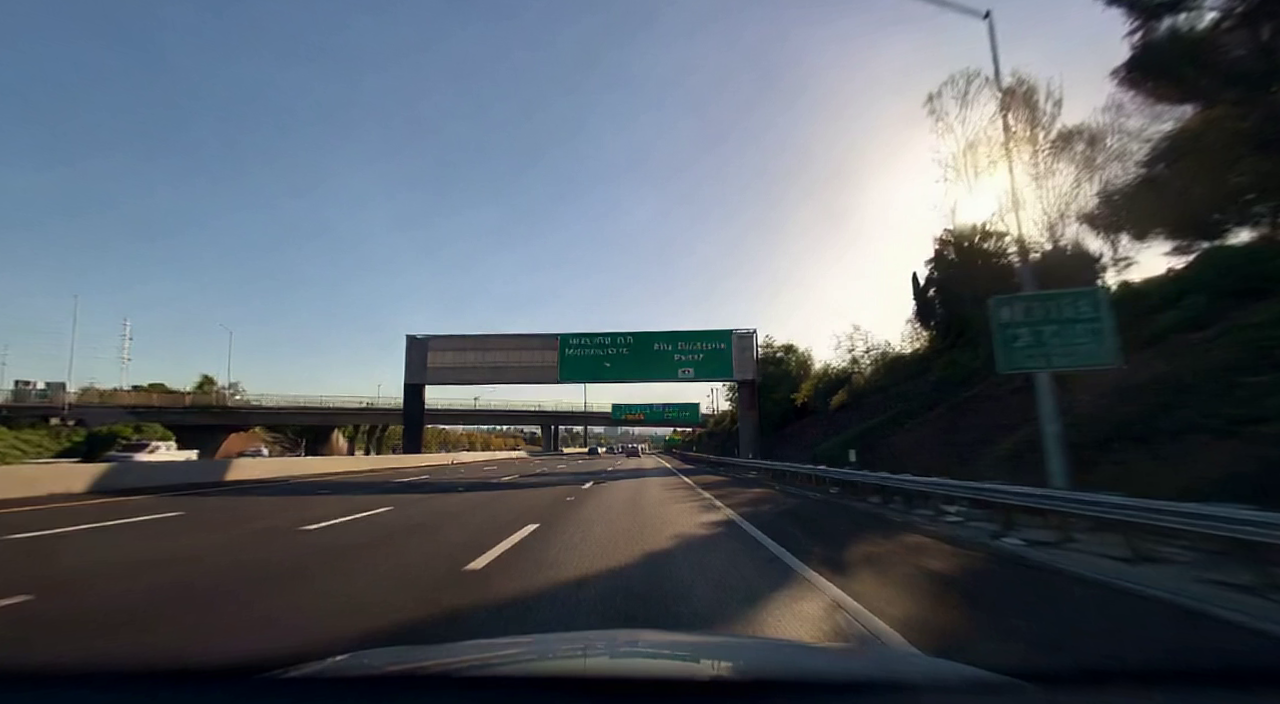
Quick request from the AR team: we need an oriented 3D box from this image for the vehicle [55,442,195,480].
[{"bbox_3d":[-28.339,6.011,35.070,2.235,1.864,6.561,0,-9,1],"label":"vehicle"}]
